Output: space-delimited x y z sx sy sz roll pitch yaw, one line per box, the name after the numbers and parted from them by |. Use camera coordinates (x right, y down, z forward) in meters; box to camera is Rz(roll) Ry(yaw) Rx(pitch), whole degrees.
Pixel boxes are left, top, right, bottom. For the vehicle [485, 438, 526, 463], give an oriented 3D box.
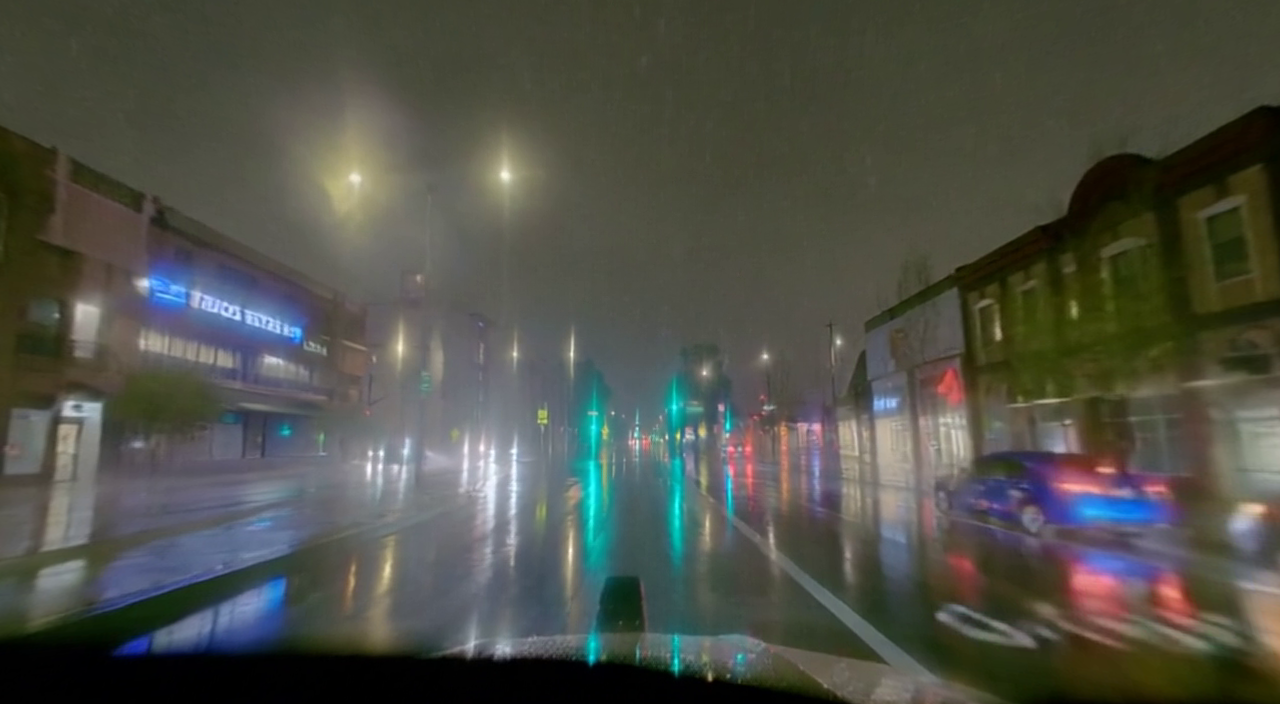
-10.385 7.646 48.934 2.155 1.830 4.564 0 -8 0 | vehicle

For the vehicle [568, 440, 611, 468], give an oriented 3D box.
-2.822 5.816 35.997 2.078 1.471 4.217 0 -8 0 | vehicle

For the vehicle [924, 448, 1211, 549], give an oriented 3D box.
7.294 2.487 11.518 2.009 1.429 4.562 0 -8 -1 | vehicle

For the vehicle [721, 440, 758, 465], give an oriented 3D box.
7.285 7.376 46.343 1.950 1.686 4.509 0 -8 -1 | vehicle
